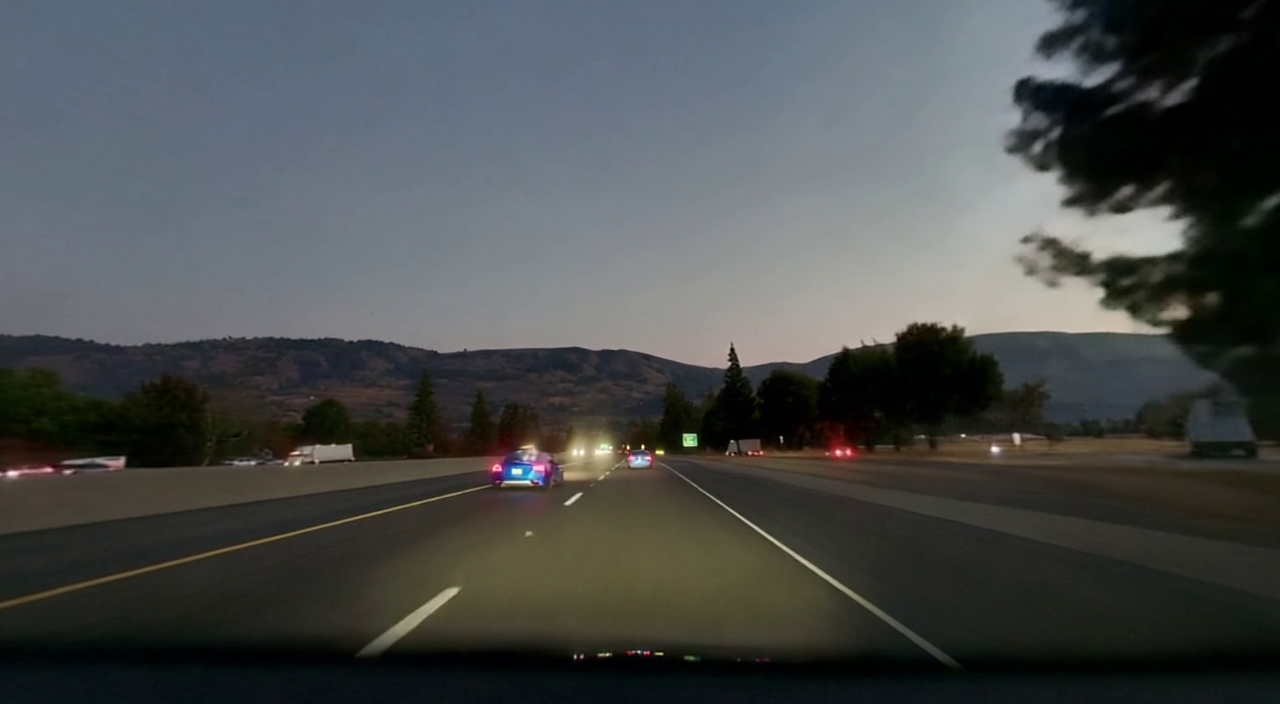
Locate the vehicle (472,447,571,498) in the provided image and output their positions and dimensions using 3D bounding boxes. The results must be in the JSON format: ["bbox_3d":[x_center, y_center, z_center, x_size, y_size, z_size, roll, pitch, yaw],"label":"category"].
[{"bbox_3d":[-3.672,3.825,20.491,2.170,1.451,4.584,0,-9,2],"label":"vehicle"}]

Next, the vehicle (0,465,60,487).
[{"bbox_3d":[-47.424,9.512,48.248,1.793,1.486,4.598,-4,-9,0],"label":"vehicle"}]

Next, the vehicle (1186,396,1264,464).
[{"bbox_3d":[39.395,5.377,42.234,3.039,3.917,12.688,-8,-12,44],"label":"vehicle"}]

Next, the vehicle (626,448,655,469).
[{"bbox_3d":[0.043,7.880,46.848,2.079,1.450,3.942,0,-9,0],"label":"vehicle"}]
